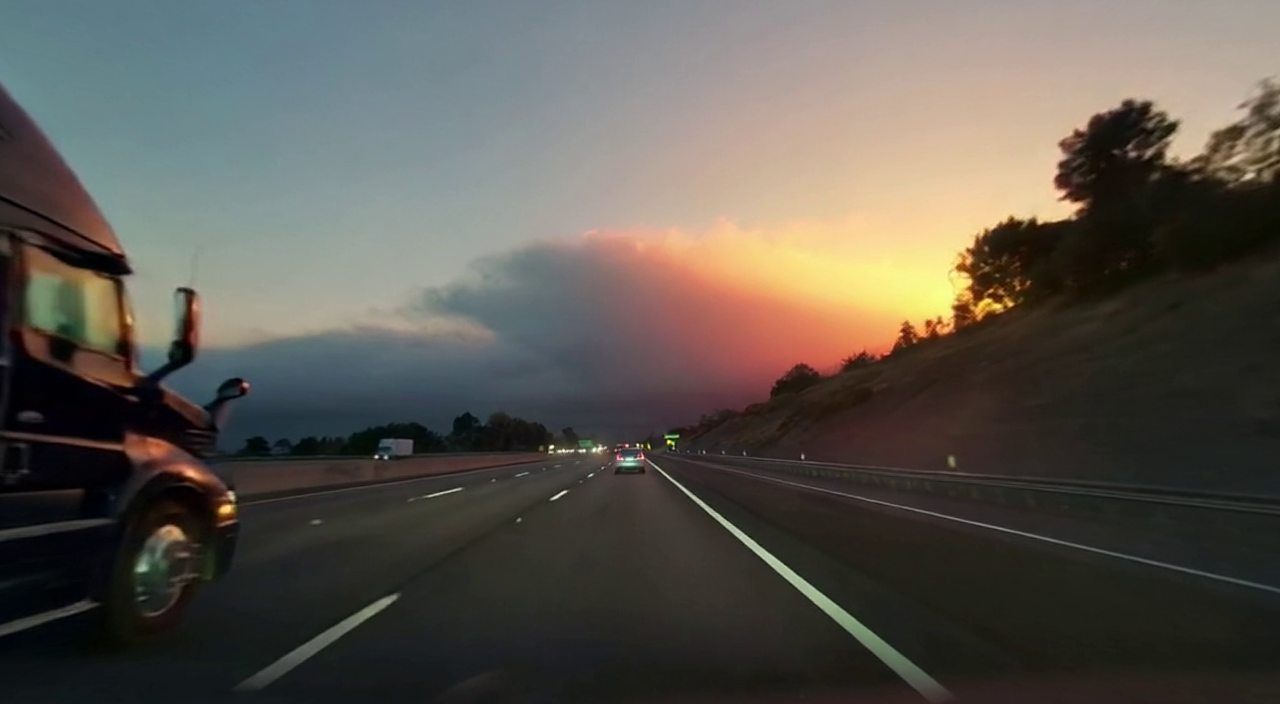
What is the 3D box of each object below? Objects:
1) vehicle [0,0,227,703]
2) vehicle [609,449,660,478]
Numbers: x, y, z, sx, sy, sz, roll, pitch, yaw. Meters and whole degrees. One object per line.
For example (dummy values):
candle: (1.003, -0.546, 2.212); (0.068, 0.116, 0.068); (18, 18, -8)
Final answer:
vehicle: (-4.160, -0.095, 2.583); (3.036, 3.291, 2.419); (0, -9, -2)
vehicle: (-0.324, 5.692, 32.315); (2.398, 1.336, 5.698); (0, -9, -1)
